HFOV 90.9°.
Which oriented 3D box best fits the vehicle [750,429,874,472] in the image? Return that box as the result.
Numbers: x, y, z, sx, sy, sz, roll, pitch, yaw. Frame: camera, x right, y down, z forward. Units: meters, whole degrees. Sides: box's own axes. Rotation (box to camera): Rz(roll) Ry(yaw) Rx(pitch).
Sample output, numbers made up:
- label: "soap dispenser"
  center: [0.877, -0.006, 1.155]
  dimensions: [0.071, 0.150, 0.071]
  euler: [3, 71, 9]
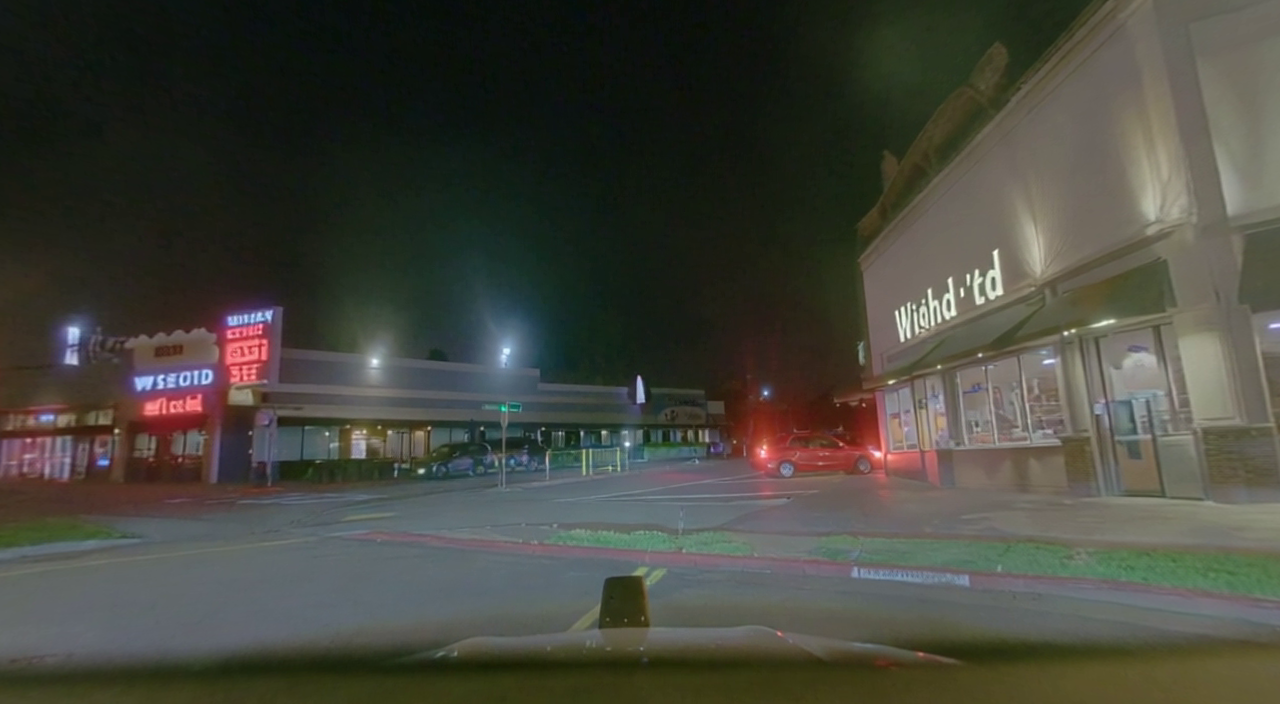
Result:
- label: "vehicle"
  center: [7.302, 4.175, 26.836]
  dimensions: [4.706, 1.663, 1.993]
  euler: [-4, -9, 26]

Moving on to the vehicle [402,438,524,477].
- label: "vehicle"
  center: [-7.748, 4.617, 27.765]
  dimensions: [4.814, 1.618, 1.869]
  euler: [-2, -9, 11]
